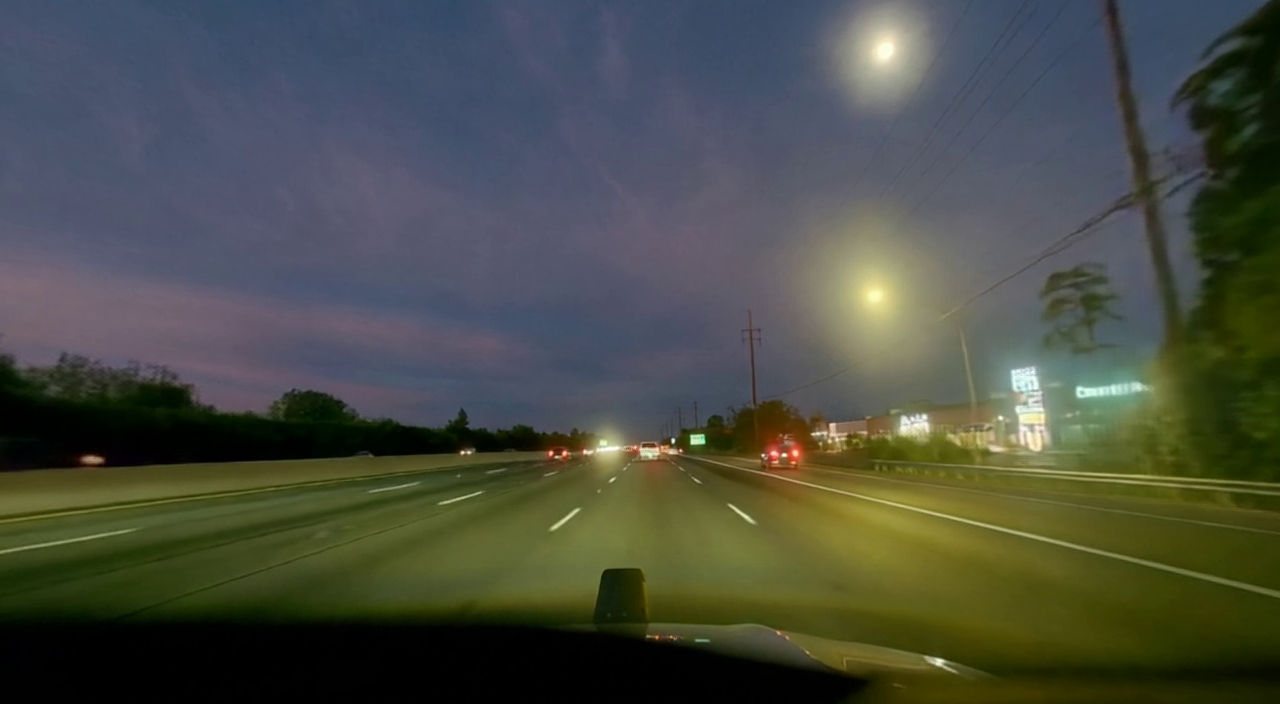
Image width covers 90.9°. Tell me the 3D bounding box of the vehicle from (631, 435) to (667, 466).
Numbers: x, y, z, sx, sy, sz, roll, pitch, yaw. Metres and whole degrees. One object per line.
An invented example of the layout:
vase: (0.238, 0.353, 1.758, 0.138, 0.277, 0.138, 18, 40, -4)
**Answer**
vehicle: (0.674, 7.715, 49.444, 2.622, 2.208, 5.320, 0, -9, 0)

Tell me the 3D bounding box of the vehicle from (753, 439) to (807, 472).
vehicle: (7.617, 5.673, 34.761, 1.937, 1.698, 4.322, 0, -9, -1)
